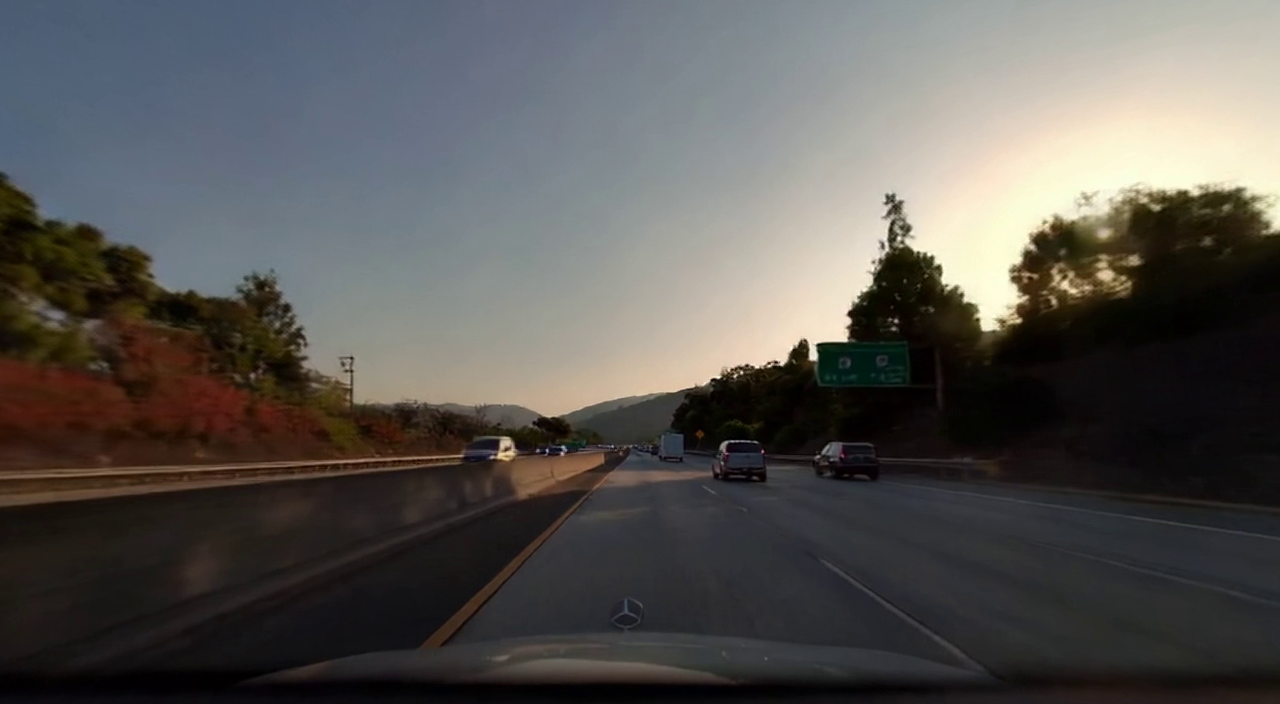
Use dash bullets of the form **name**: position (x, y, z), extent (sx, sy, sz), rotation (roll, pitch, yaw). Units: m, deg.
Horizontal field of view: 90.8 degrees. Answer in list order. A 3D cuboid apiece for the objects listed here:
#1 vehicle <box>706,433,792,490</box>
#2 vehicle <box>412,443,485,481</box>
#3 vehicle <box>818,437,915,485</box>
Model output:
- **vehicle**: position (3.637, 3.759, 21.959), extent (2.070, 1.751, 4.576), rotation (0, -9, -1)
- **vehicle**: position (-8.236, 4.752, 27.536), extent (1.900, 1.483, 4.190), rotation (0, -9, 0)
- **vehicle**: position (8.619, 4.188, 24.508), extent (2.018, 1.636, 4.510), rotation (0, -9, -1)
